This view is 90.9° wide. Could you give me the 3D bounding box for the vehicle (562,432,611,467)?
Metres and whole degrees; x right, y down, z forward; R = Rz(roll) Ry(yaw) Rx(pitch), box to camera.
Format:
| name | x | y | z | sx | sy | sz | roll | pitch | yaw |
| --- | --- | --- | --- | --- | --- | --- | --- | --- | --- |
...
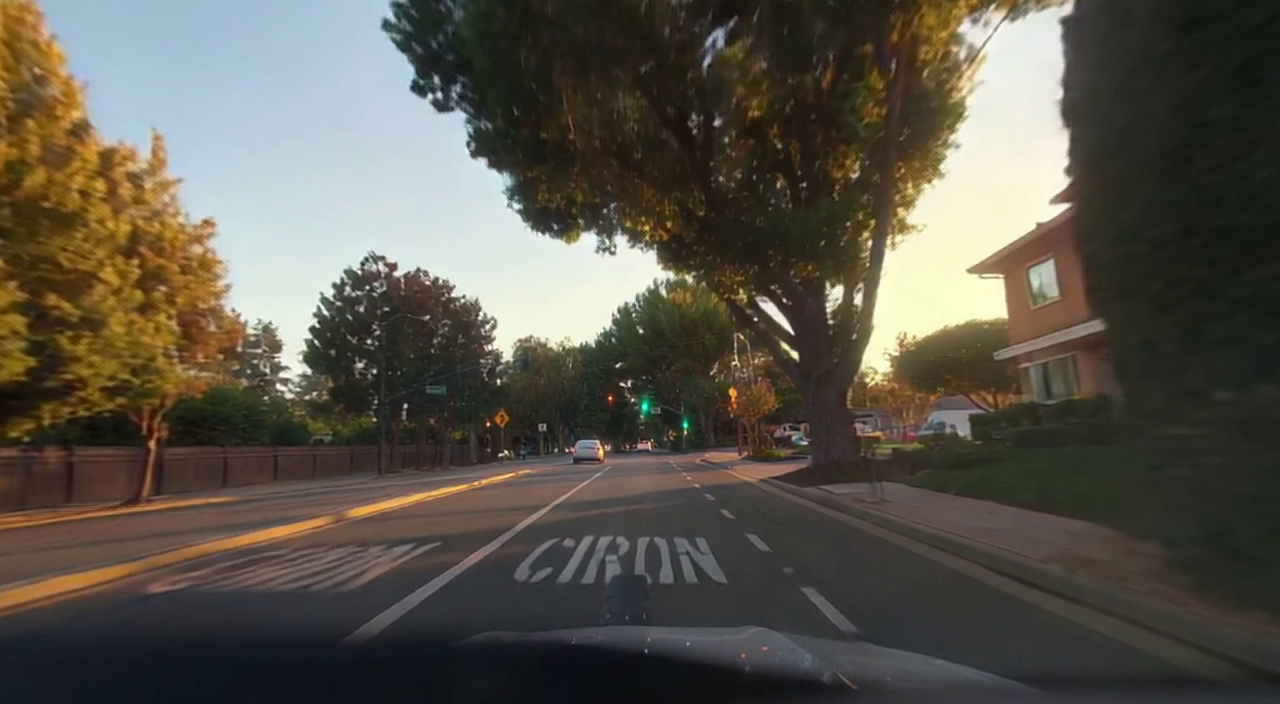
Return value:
| name | x | y | z | sx | sy | sz | roll | pitch | yaw |
| --- | --- | --- | --- | --- | --- | --- | --- | --- | --- |
| vehicle | -2.747 | 5.130 | 33.410 | 2.084 | 1.701 | 4.734 | 0 | -8 | 1 |
